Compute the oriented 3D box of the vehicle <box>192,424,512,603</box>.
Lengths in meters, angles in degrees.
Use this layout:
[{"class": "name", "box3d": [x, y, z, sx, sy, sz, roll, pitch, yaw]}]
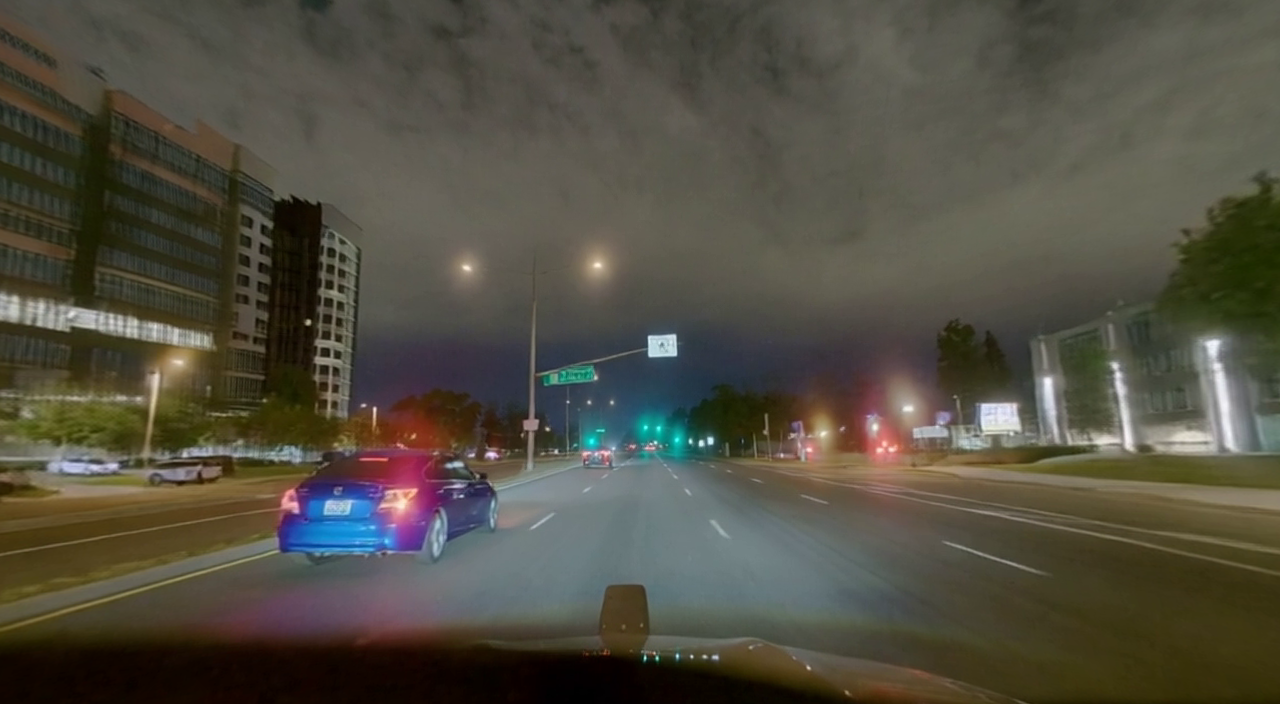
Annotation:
[{"class": "vehicle", "box3d": [-3.230, 1.862, 8.278, 2.009, 1.489, 4.543, -5, -8, 1]}]
